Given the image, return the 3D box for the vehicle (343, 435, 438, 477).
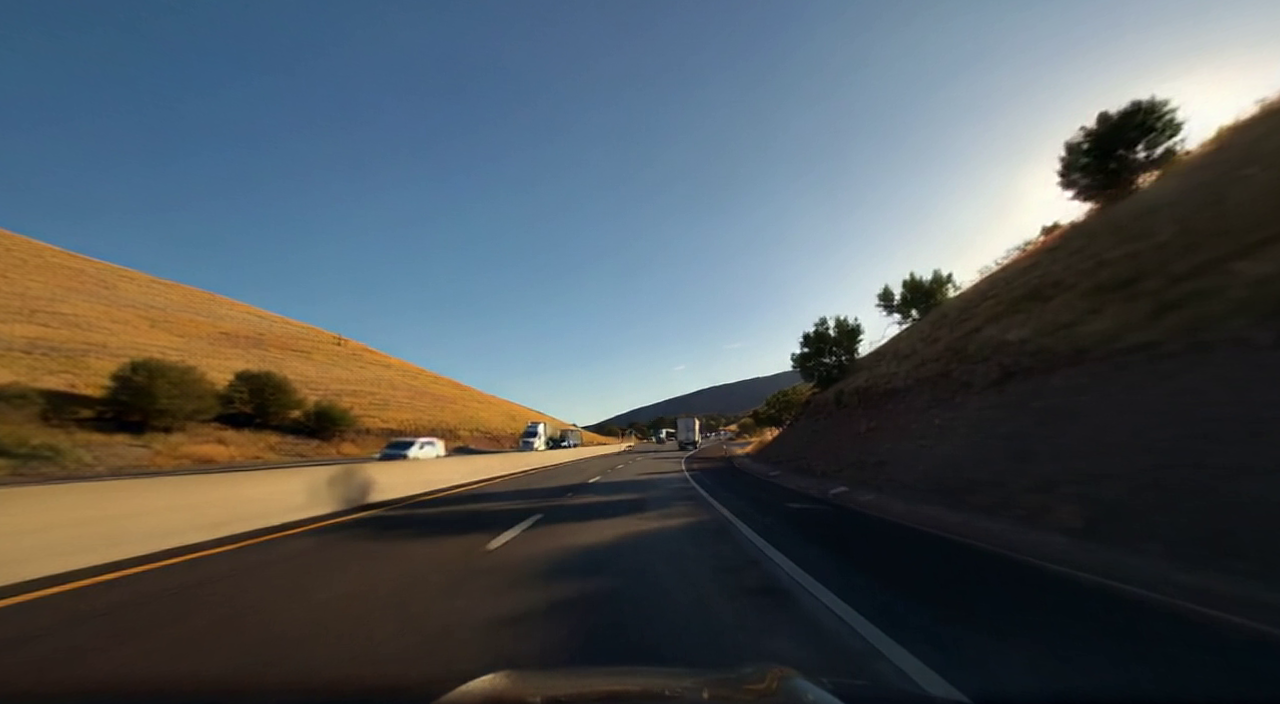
[{"bbox_3d":[-10.185,4.289,26.222,1.982,1.545,4.715,0,-9,1],"label":"vehicle"}]
